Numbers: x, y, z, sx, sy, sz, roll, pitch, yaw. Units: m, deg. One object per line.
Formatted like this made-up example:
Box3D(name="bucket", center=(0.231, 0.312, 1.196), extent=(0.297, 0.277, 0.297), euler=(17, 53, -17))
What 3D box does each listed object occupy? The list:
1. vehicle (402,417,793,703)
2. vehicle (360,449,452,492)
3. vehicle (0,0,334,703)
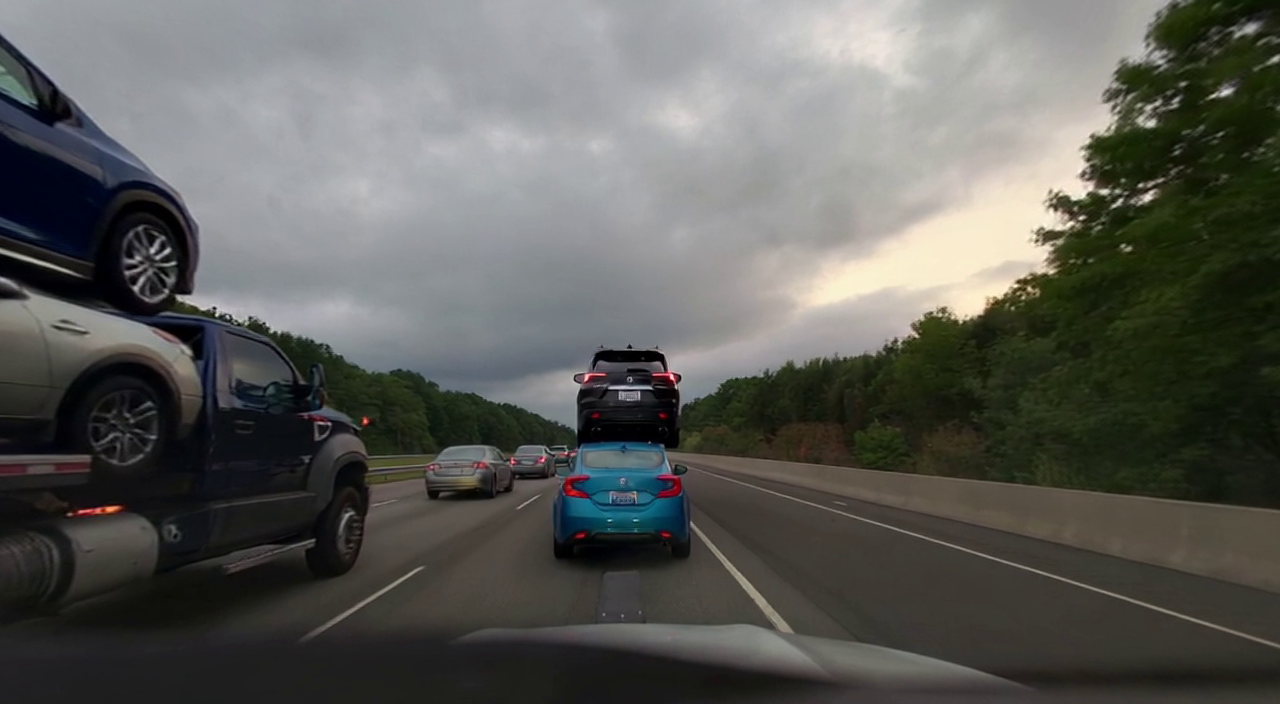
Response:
Box3D(name="vehicle", center=(-0.262, 1.363, 4.998), extent=(1.991, 1.507, 3.391), euler=(0, -9, -2))
Box3D(name="vehicle", center=(-8.780, 4.451, 24.117), extent=(1.834, 1.469, 4.362), euler=(0, -9, 0))
Box3D(name="vehicle", center=(-4.527, 0.022, 3.154), extent=(2.963, 3.836, 6.016), euler=(0, -9, -2))
